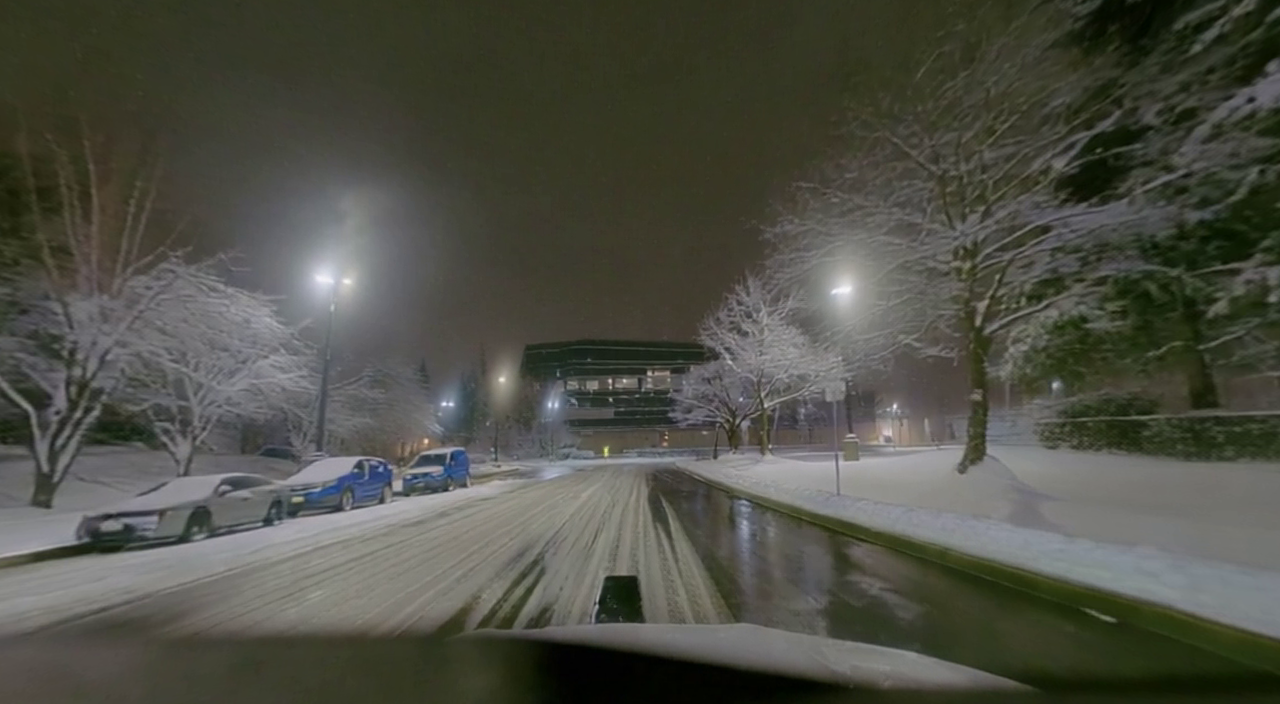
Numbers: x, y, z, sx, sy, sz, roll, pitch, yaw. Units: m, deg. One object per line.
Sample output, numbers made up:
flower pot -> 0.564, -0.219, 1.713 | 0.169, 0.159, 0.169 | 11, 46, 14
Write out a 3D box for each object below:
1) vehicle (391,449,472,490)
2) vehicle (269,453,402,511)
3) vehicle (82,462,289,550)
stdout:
vehicle -> -9.859, 5.567, 30.406 | 2.360, 1.741, 4.912 | 0, -8, -2
vehicle -> -9.425, 4.030, 20.026 | 2.038, 1.525, 4.383 | 0, -8, 0
vehicle -> -9.604, 3.221, 13.751 | 1.938, 1.191, 3.630 | -7, -6, -2
